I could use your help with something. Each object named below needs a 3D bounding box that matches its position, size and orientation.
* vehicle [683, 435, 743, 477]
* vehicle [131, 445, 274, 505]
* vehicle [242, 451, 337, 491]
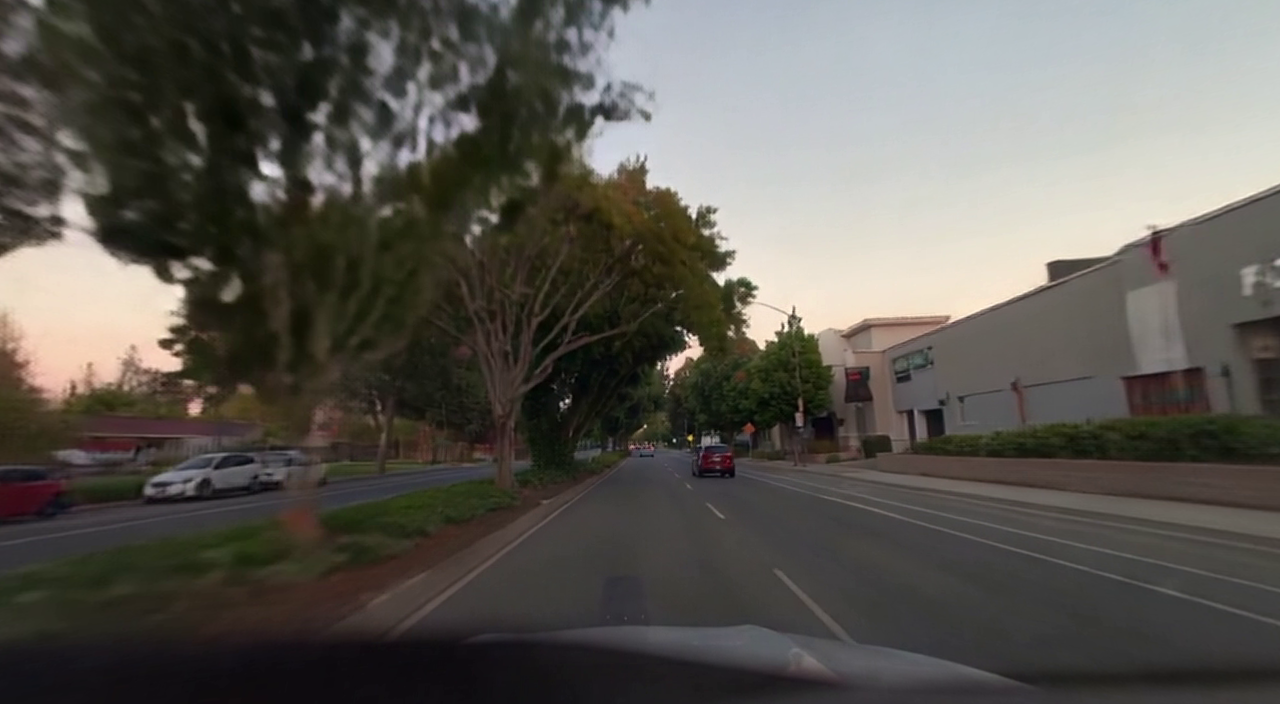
[{"bbox_3d":[3.214,4.693,28.687,2.143,1.759,4.378,0,-8,0],"label":"vehicle"},{"bbox_3d":[-16.489,4.598,24.186,2.005,2.034,4.904,0,-8,-1],"label":"vehicle"},{"bbox_3d":[-16.447,5.569,29.853,1.980,1.695,4.350,0,-8,0],"label":"vehicle"}]
